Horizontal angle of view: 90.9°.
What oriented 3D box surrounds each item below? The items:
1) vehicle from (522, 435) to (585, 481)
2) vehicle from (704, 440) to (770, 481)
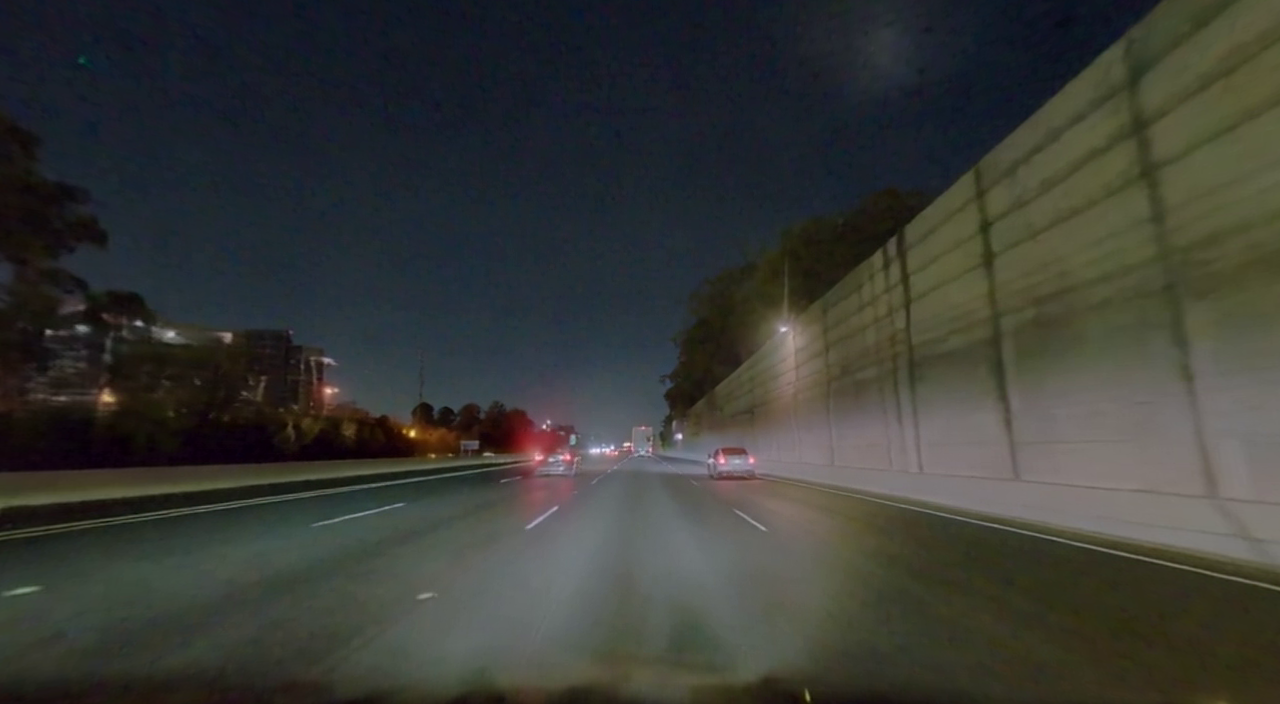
[{"bbox_3d":[-3.675,4.610,27.608,2.014,1.811,4.369,-1,-9,2],"label":"vehicle"},{"bbox_3d":[3.972,4.538,26.563,1.973,1.536,4.337,0,-9,-1],"label":"vehicle"}]
